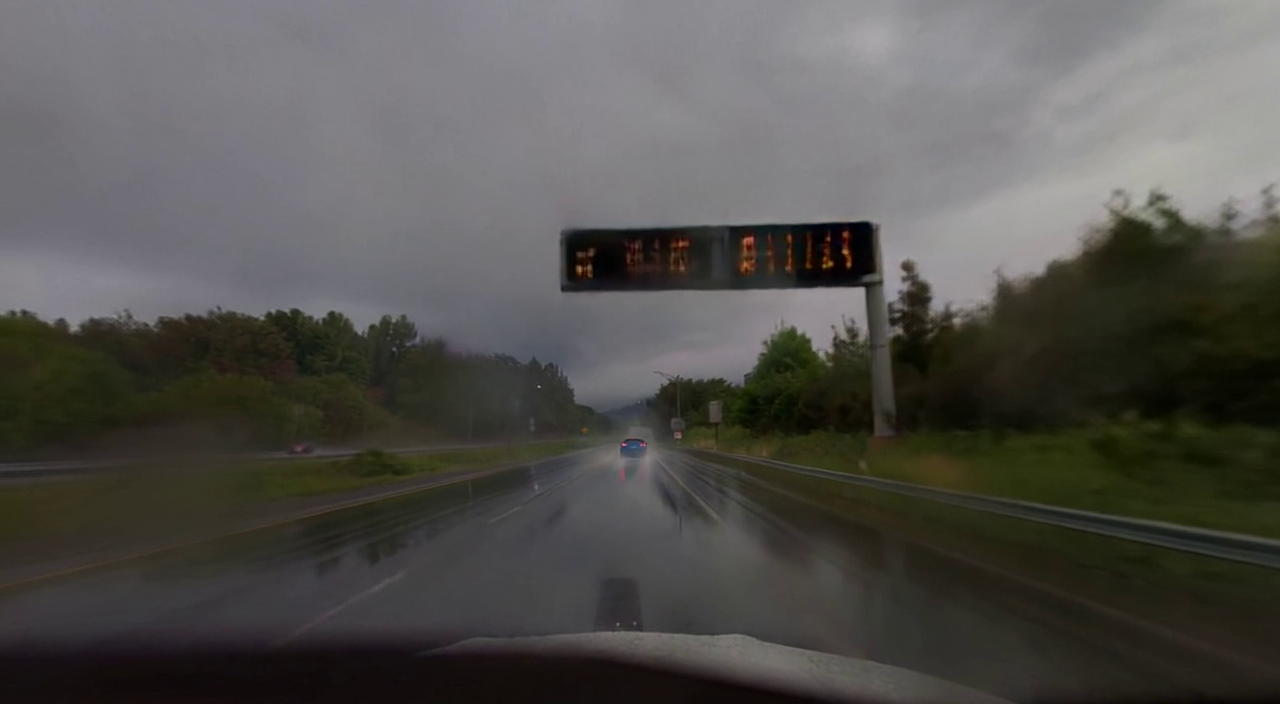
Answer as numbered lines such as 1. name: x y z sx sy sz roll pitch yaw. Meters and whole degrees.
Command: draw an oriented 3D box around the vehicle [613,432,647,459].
1. vehicle: -0.698 6.348 42.803 2.180 1.717 4.139 0 -8 -1
